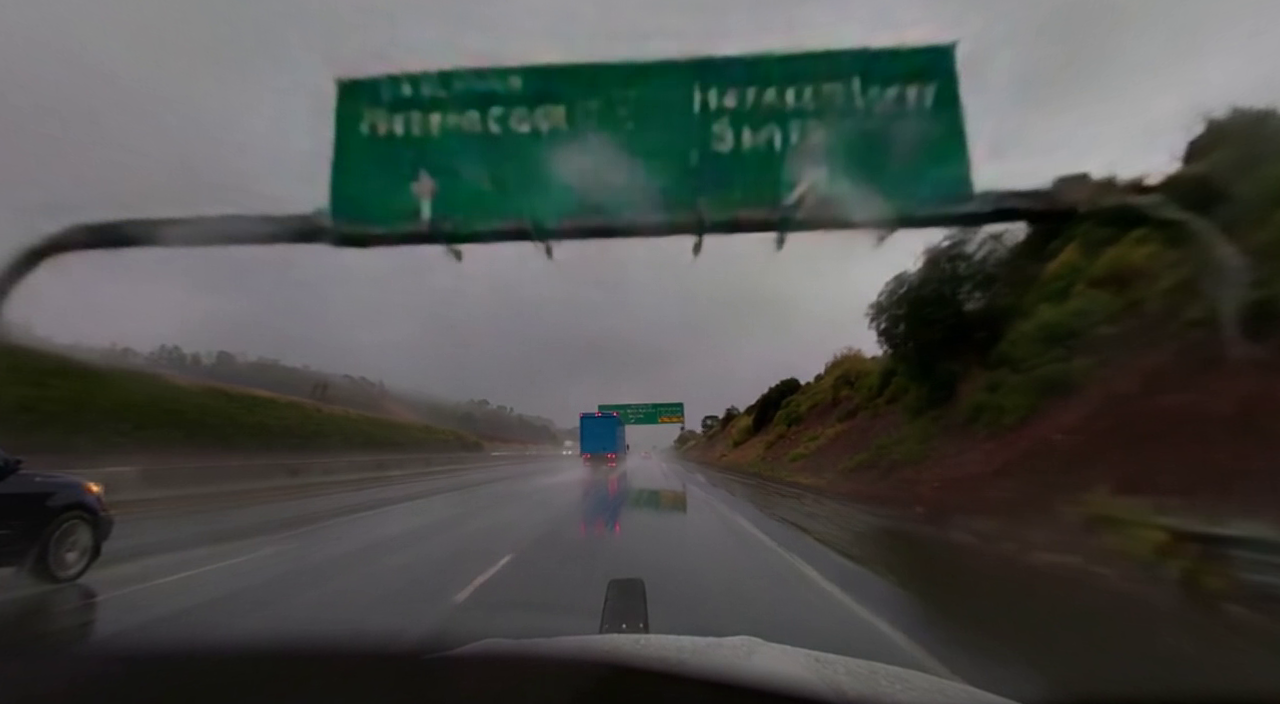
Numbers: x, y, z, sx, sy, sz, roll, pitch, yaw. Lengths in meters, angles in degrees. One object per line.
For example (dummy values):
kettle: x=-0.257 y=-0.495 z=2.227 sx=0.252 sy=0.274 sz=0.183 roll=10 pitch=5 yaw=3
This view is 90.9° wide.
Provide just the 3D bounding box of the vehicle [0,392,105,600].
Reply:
vehicle: x=-6.880 y=1.064 z=4.081 sx=2.175 sy=1.860 sz=5.236 roll=0 pitch=-8 yaw=1
